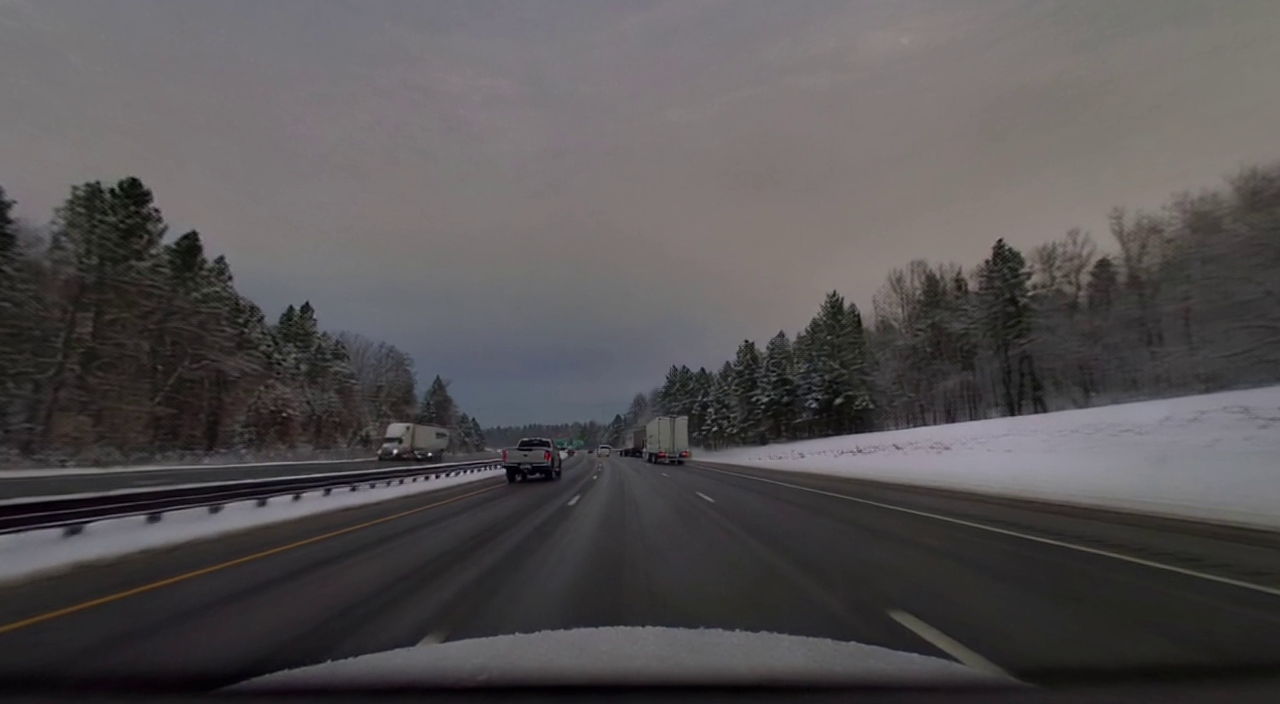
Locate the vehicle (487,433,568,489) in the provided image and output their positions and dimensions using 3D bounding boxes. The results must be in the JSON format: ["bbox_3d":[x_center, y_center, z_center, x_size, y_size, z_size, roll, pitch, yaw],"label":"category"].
[{"bbox_3d":[-4.206,4.184,24.479,2.337,1.942,4.984,0,-9,-2],"label":"vehicle"}]
